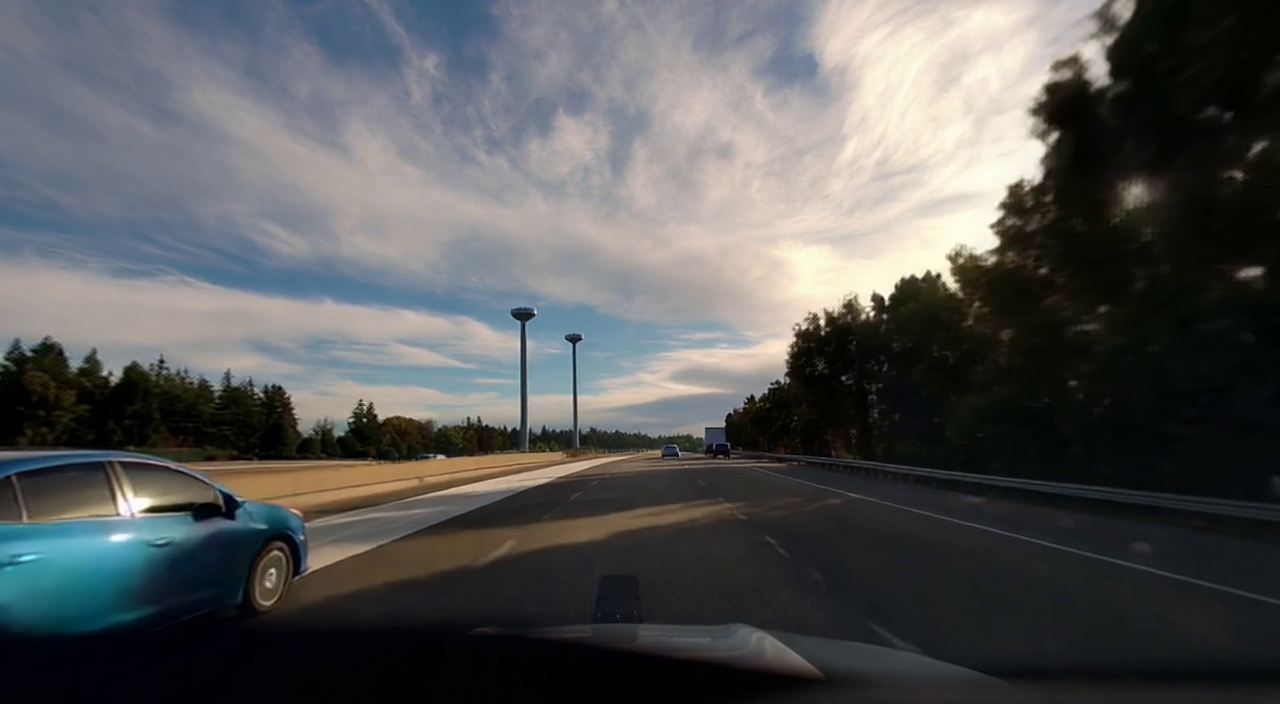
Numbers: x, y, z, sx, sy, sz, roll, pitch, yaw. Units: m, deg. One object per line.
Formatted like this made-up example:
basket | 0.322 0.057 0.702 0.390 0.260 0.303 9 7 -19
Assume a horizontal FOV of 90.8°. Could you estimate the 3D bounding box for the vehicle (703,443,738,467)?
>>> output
vehicle | 5.493 7.022 43.419 2.030 1.526 4.165 0 -8 3
